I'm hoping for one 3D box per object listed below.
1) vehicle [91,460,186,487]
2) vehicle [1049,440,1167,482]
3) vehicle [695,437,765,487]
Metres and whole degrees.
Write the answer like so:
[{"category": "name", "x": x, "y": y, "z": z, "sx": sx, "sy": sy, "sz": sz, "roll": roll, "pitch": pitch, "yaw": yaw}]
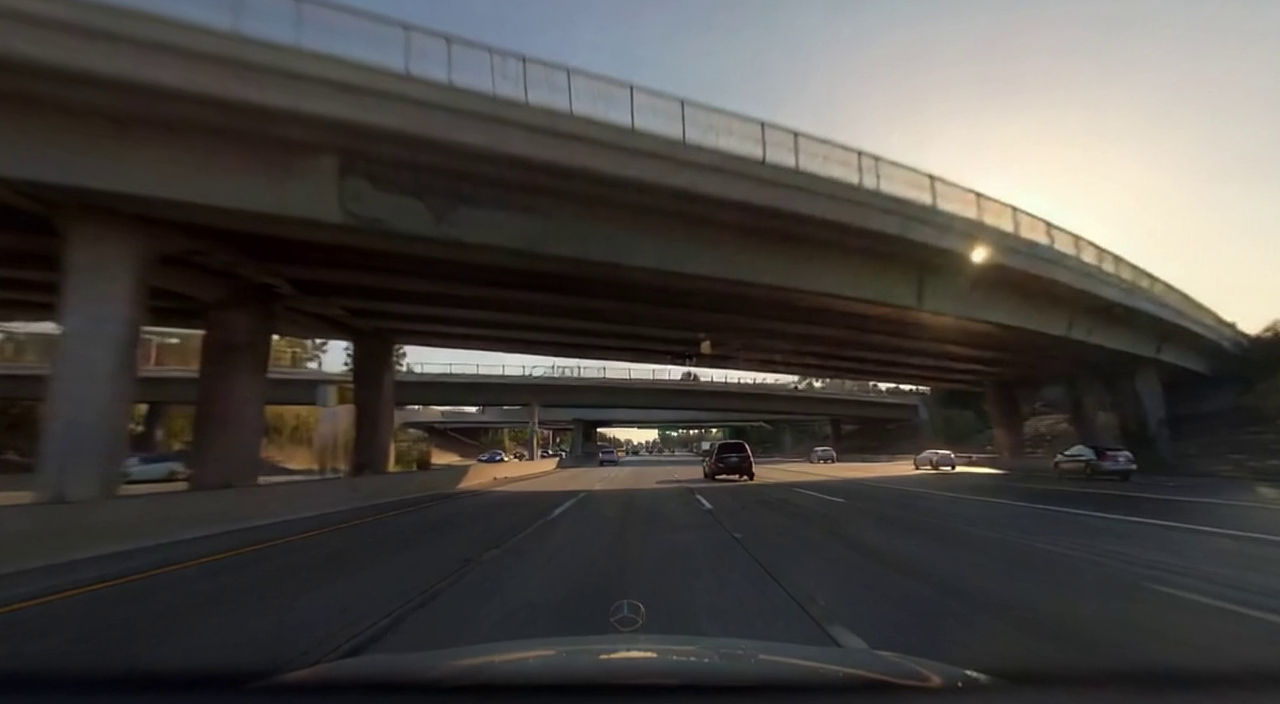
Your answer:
[{"category": "vehicle", "x": -31.361, "y": 7.581, "z": 39.586, "sx": 1.992, "sy": 1.512, "sz": 4.808, "roll": 0, "pitch": -9, "yaw": 1}, {"category": "vehicle", "x": 21.852, "y": 5.094, "z": 29.703, "sx": 2.116, "sy": 1.754, "sz": 4.727, "roll": 0, "pitch": -9, "yaw": 4}, {"category": "vehicle", "x": 3.440, "y": 4.306, "z": 24.961, "sx": 2.147, "sy": 1.794, "sz": 4.538, "roll": 0, "pitch": -9, "yaw": 0}]
